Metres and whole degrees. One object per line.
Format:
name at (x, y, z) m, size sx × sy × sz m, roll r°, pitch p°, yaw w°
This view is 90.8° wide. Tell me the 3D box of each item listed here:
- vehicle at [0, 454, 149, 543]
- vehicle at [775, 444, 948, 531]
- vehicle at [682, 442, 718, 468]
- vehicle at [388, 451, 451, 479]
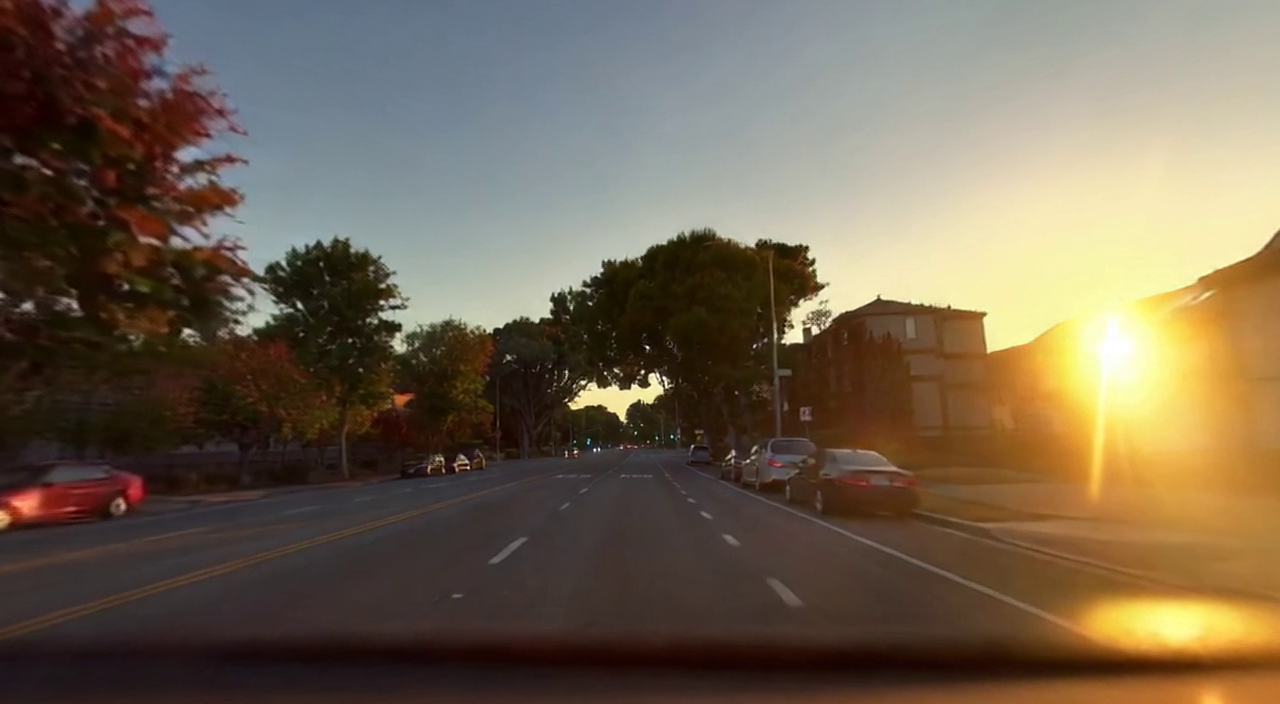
vehicle at (-13.693, 3.151, 13.783) m, size 2.239 × 1.645 × 4.700 m, roll -3°, pitch -8°, yaw -1°
vehicle at (4.205, 2.620, 12.905) m, size 1.845 × 1.443 × 4.531 m, roll 0°, pitch -9°, yaw -1°
vehicle at (4.349, 7.515, 46.267) m, size 2.220 × 1.752 × 4.782 m, roll 0°, pitch -9°, yaw 1°
vehicle at (-13.900, 7.118, 40.142) m, size 2.163 × 1.641 × 4.875 m, roll 0°, pitch -9°, yaw 0°
